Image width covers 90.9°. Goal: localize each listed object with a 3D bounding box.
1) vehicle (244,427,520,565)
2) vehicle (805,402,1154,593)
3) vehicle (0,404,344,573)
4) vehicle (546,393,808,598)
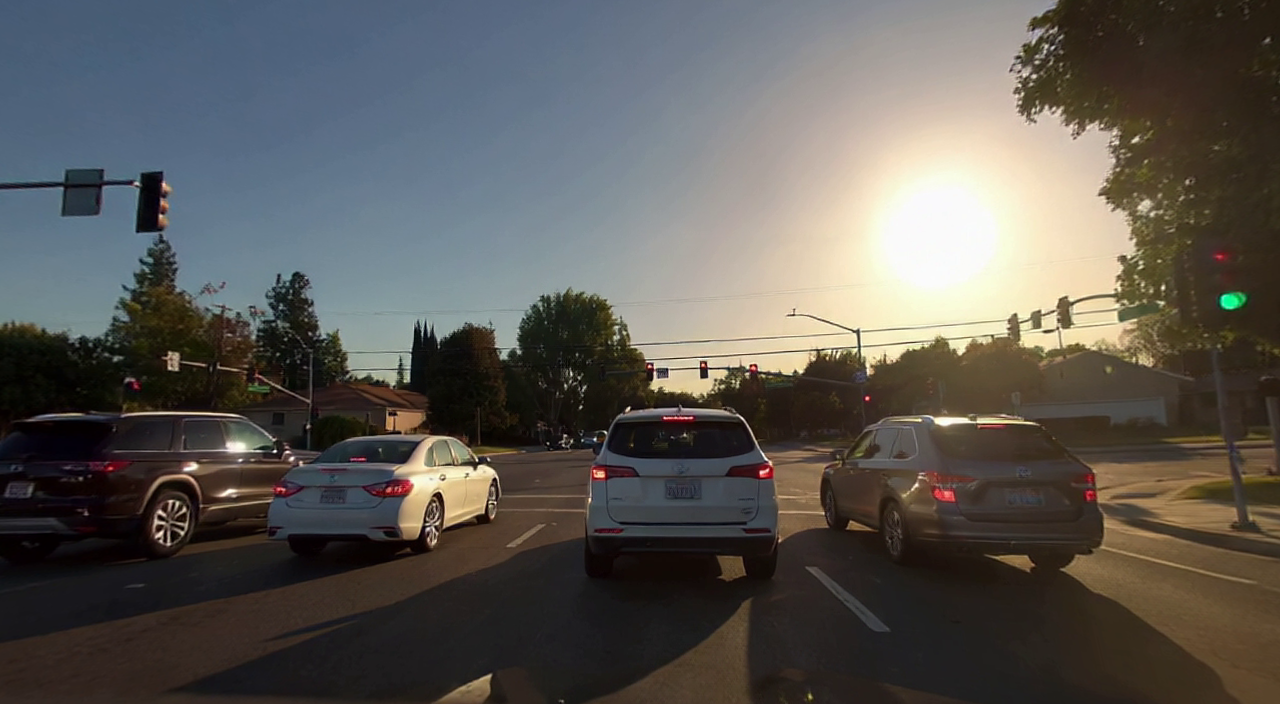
[{"bbox_3d":[-3.244,1.884,9.096,1.885,1.475,4.359,-1,-8,4],"label":"vehicle"},{"bbox_3d":[3.519,1.588,7.749,2.047,1.638,4.395,-1,-8,4],"label":"vehicle"},{"bbox_3d":[-6.633,1.826,9.244,2.075,1.796,4.785,0,-8,2],"label":"vehicle"},{"bbox_3d":[0.387,1.518,7.490,2.198,1.708,4.170,0,-8,2],"label":"vehicle"}]
